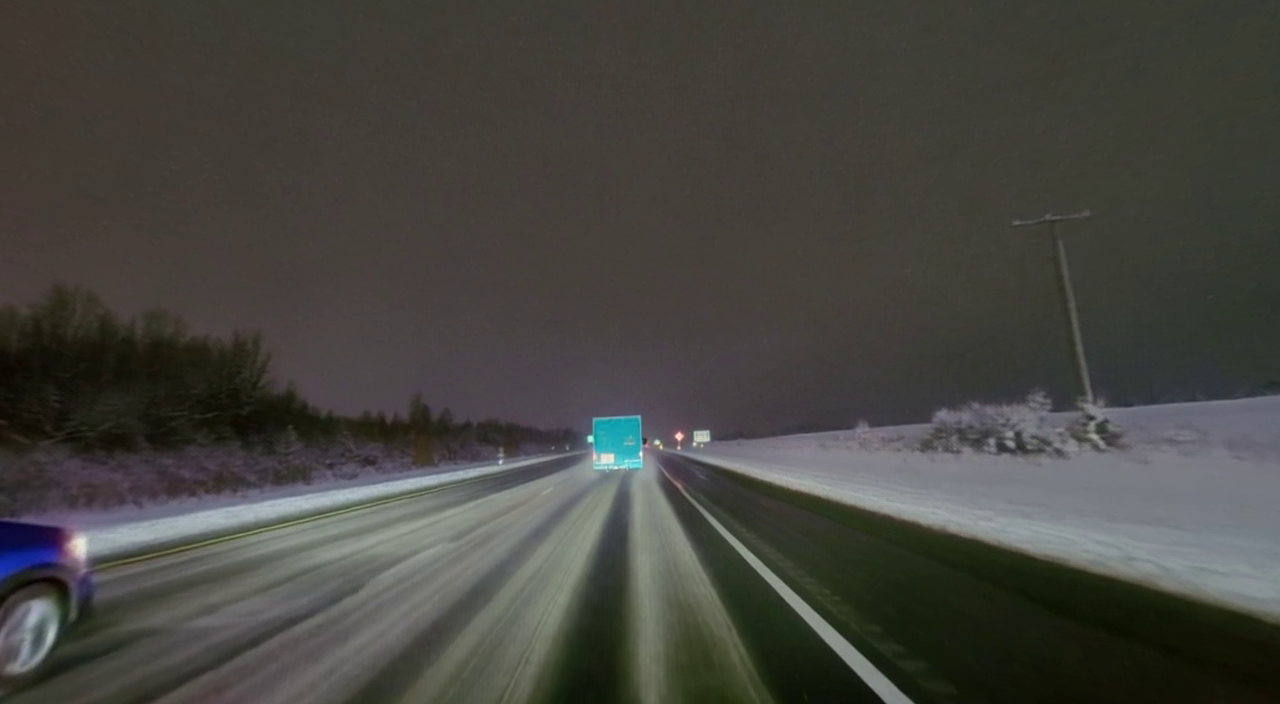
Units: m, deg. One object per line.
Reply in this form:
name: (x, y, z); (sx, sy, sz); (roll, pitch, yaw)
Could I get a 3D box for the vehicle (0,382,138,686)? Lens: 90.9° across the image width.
vehicle: (-4.628, 0.815, 2.184); (2.198, 1.666, 4.311); (1, -8, -1)

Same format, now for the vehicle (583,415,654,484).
vehicle: (-0.716, 3.448, 22.520); (2.248, 2.154, 4.892); (1, -8, -1)
